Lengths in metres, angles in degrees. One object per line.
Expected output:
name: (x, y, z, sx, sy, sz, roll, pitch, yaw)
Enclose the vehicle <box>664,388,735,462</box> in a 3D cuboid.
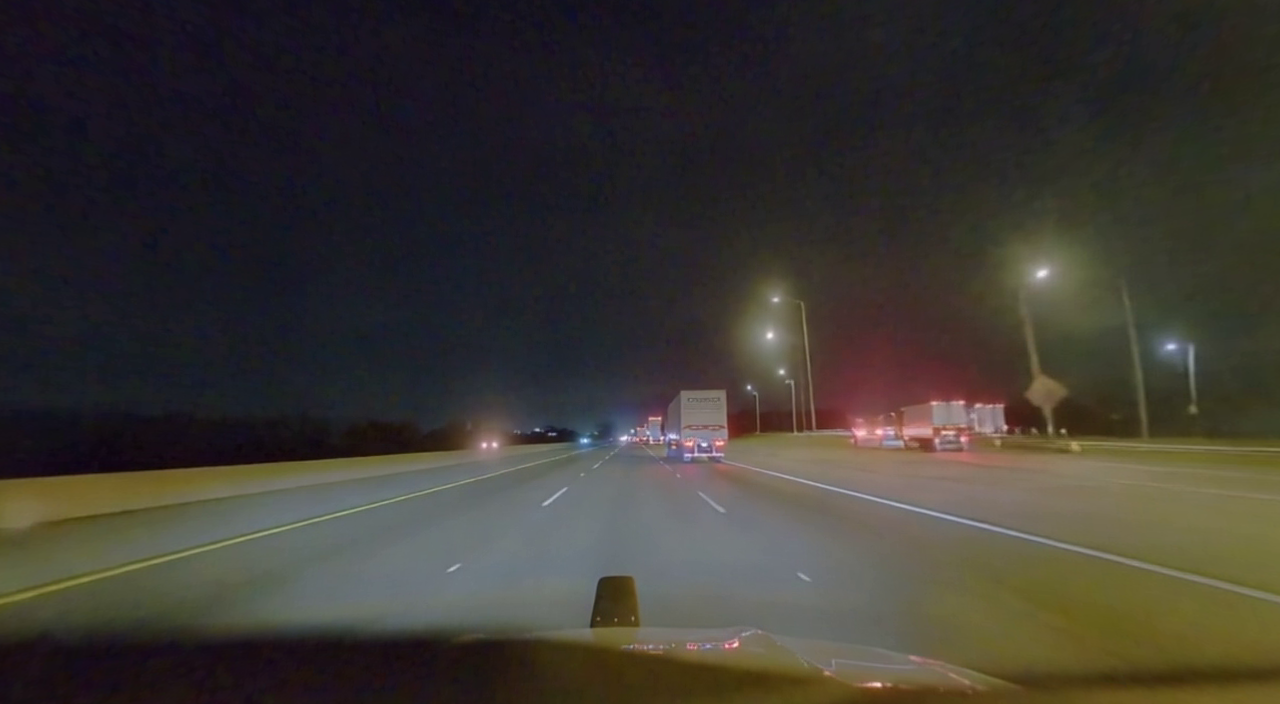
vehicle: (3.593, 5.058, 42.107, 2.976, 4.064, 14.619, 0, -8, -1)
